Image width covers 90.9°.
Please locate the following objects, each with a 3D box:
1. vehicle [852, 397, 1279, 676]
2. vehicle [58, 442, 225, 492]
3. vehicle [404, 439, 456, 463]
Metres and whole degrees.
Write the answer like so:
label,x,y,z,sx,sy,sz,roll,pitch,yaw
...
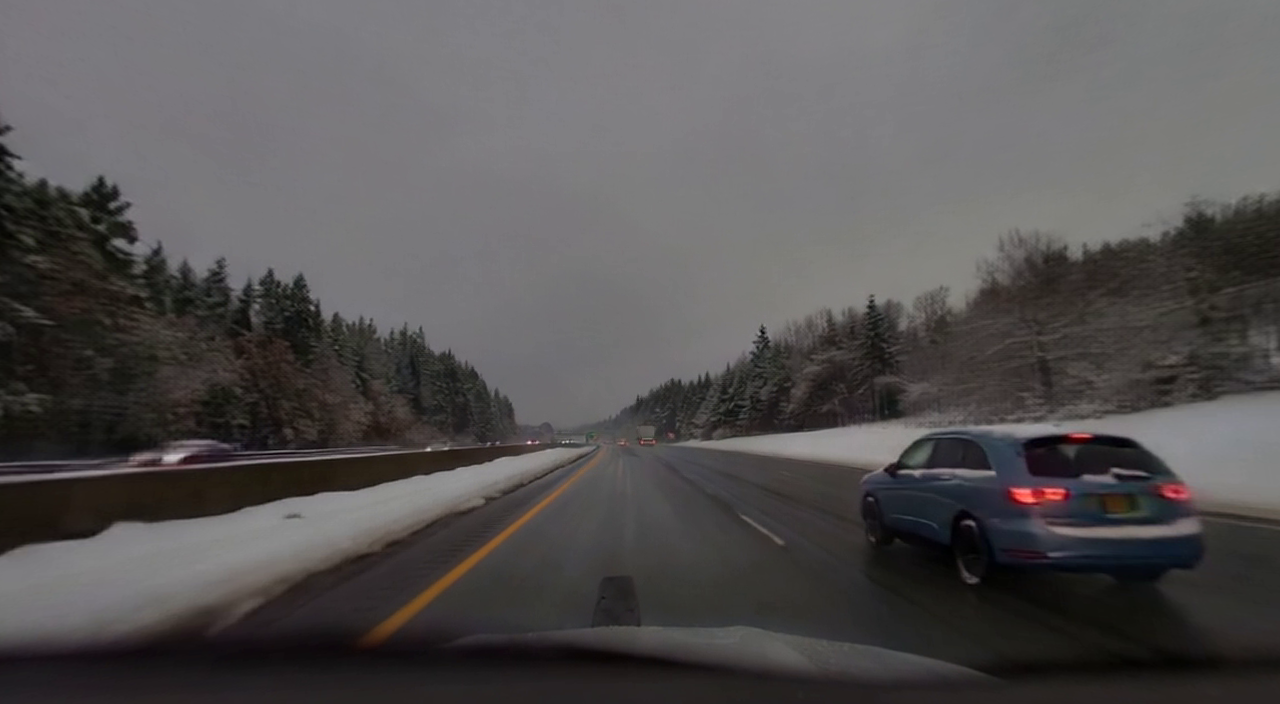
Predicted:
label,x,y,z,sx,sy,sz,roll,pitch,yaw
vehicle,3.670,1.309,5.673,1.958,1.526,4.227,0,-8,-1
vehicle,-16.869,3.863,21.732,1.917,1.484,4.826,0,-8,-1
vehicle,-13.689,6.454,41.314,1.905,1.464,4.510,0,-8,-1
